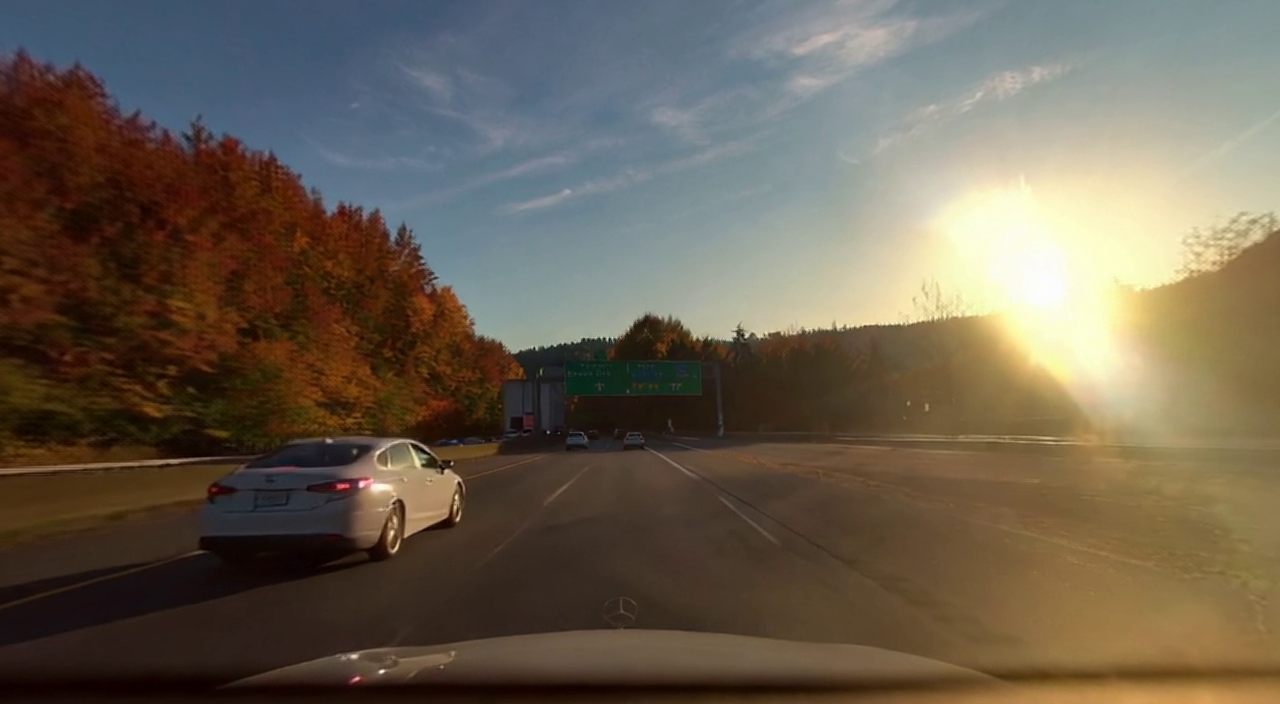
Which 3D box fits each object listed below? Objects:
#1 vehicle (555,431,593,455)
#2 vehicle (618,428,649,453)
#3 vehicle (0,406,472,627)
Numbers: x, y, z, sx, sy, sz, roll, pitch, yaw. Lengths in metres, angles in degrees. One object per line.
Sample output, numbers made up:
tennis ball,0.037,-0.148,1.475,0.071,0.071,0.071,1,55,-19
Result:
vehicle,-4.344,6.023,41.733,2.071,1.524,4.398,0,-8,0
vehicle,-0.483,6.170,43.841,2.054,1.609,3.859,0,-8,-1
vehicle,-3.417,1.450,6.701,1.989,1.497,4.645,0,-8,0
